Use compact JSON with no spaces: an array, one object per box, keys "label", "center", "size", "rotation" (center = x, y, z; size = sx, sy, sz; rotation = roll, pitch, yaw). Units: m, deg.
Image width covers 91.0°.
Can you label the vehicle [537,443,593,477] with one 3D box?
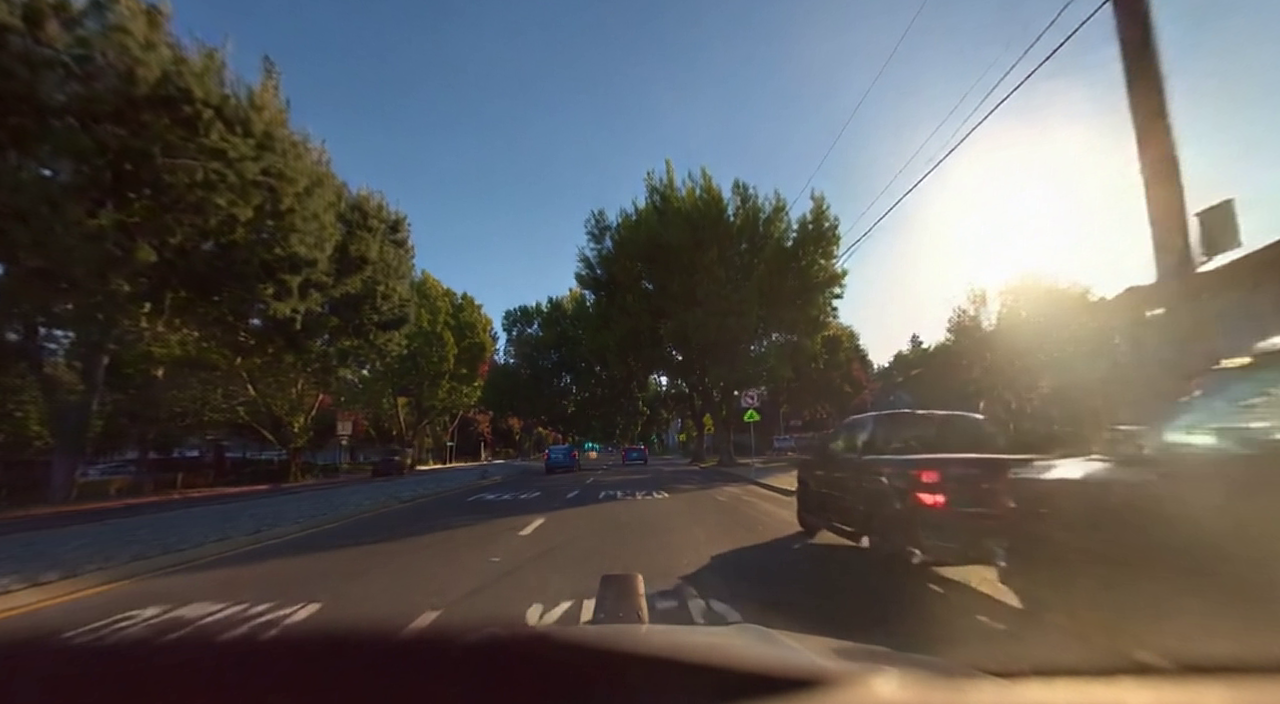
[{"label":"vehicle","center":[-3.472,5.093,29.921],"size":[2.083,1.460,4.527],"rotation":[0,-9,0]}]

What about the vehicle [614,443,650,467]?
[{"label":"vehicle","center":[-0.497,6.666,40.798],"size":[2.187,1.478,4.138],"rotation":[0,-9,-1]}]

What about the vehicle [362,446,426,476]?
[{"label":"vehicle","center":[-15.768,6.995,40.626],"size":[2.074,1.769,4.704],"rotation":[0,-9,2]}]

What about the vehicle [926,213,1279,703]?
[{"label":"vehicle","center":[3.036,0.519,1.543],"size":[2.072,2.017,5.590],"rotation":[0,-9,1]}]
